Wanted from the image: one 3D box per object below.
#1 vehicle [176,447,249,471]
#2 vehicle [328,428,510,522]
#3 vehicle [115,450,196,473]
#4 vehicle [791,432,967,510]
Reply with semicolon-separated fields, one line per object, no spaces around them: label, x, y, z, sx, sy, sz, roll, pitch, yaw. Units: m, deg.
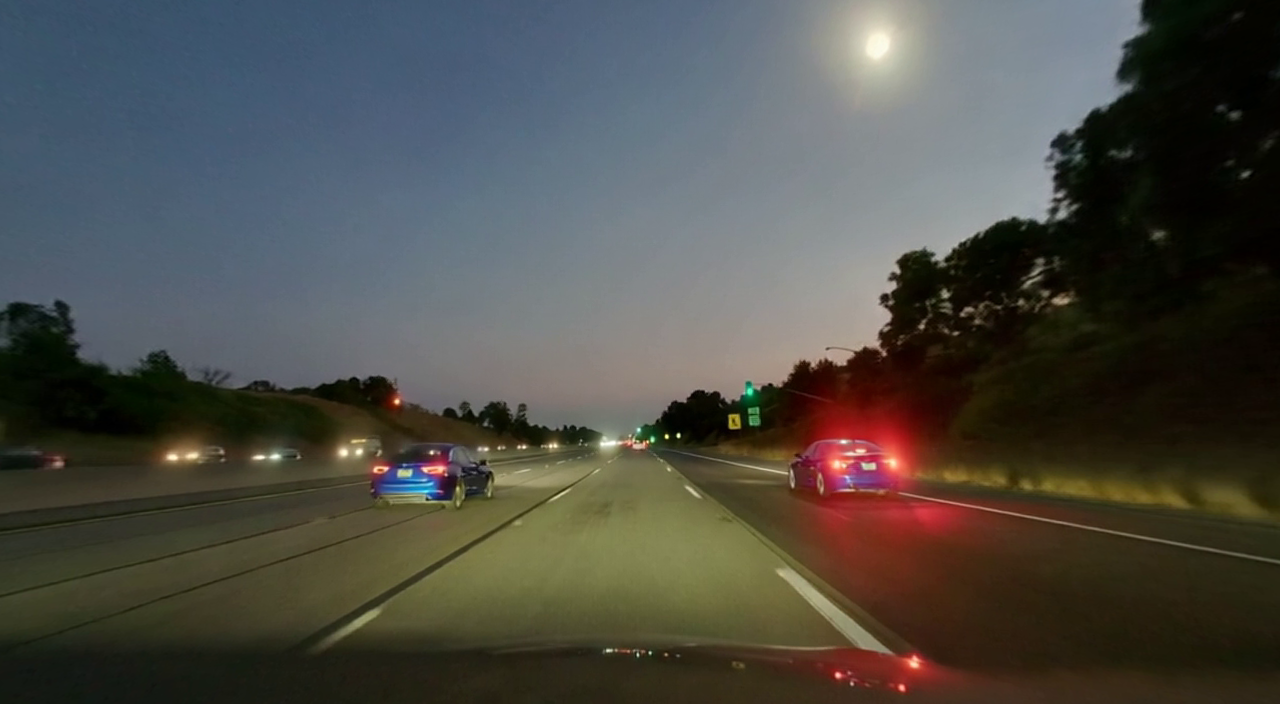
vehicle;-28.868;7.224;42.687;1.801;1.487;4.459;0;-9;0
vehicle;-4.093;2.355;12.610;1.987;1.516;4.478;0;-9;1
vehicle;-32.842;7.429;42.851;1.793;1.440;4.727;0;-9;0
vehicle;5.208;2.667;14.594;2.049;1.481;4.774;0;-9;-2
